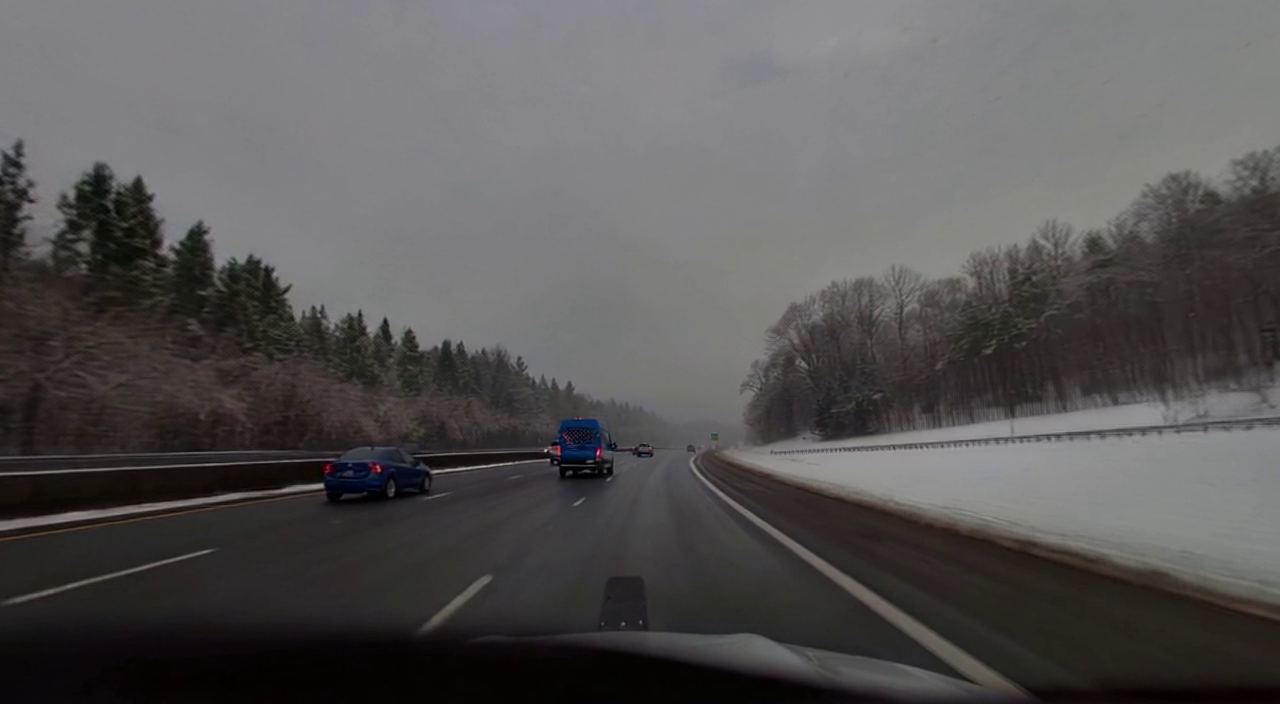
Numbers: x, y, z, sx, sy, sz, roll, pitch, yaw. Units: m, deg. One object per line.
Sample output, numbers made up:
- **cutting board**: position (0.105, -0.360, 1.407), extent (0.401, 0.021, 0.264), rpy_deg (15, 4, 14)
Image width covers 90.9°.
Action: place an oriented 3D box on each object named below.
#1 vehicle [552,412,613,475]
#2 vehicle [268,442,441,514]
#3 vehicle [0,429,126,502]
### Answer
- **vehicle**: position (-2.765, 4.611, 31.800), extent (2.319, 2.883, 5.632), rpy_deg (-1, -8, 3)
- **vehicle**: position (-6.507, 2.883, 15.045), extent (1.947, 1.438, 4.440), rpy_deg (0, -8, 1)
- **vehicle**: position (-16.838, 2.902, 16.210), extent (2.255, 1.760, 5.882), rpy_deg (0, -8, 1)
